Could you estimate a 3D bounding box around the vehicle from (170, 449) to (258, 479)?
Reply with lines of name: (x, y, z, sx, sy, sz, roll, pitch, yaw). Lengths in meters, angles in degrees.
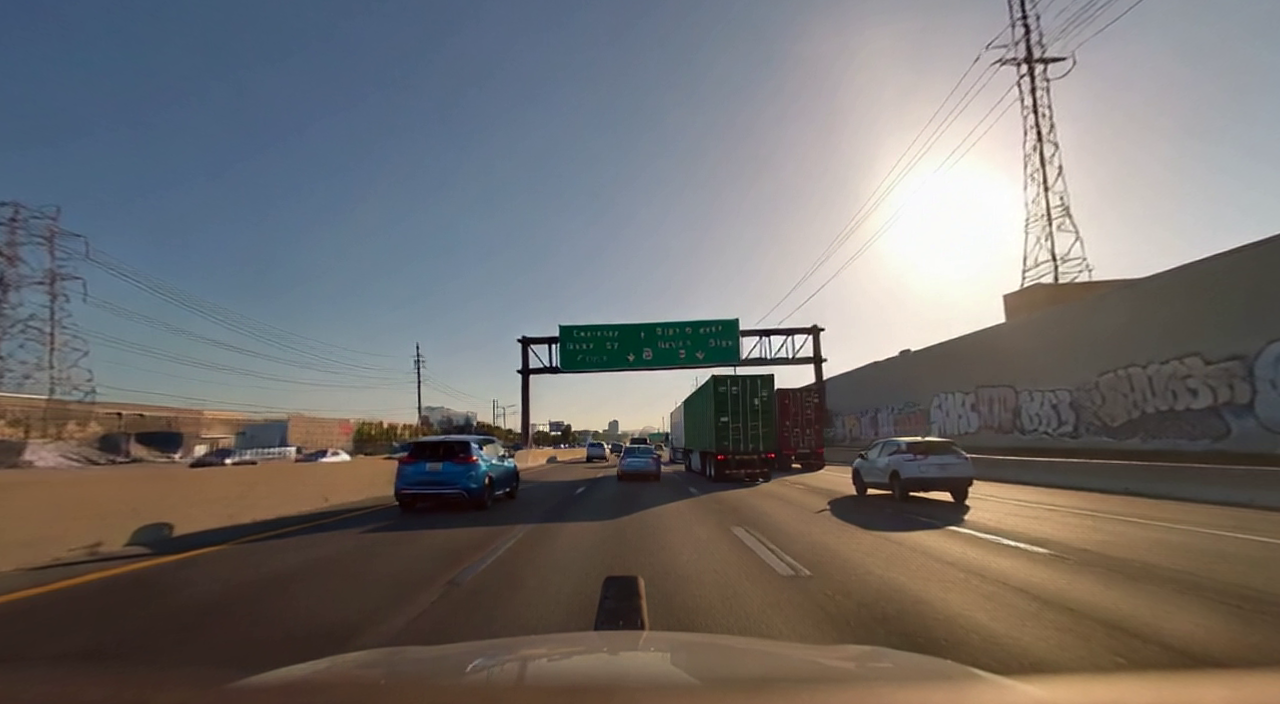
vehicle: (-22.706, 5.959, 33.892, 1.774, 1.432, 4.377, 0, -9, -2)

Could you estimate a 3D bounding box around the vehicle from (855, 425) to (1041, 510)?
vehicle: (7.148, 2.736, 15.411, 2.202, 1.731, 4.628, 0, -9, 0)

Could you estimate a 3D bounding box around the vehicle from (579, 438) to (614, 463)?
vehicle: (-3.289, 7.614, 48.977, 2.243, 1.820, 4.473, 0, -9, 2)

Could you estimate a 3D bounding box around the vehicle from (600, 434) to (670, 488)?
vehicle: (-0.158, 3.727, 21.856, 2.191, 1.685, 4.015, 0, -9, 0)

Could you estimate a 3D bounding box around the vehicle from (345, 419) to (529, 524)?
vehicle: (-3.955, 2.434, 13.368, 2.264, 1.804, 4.584, 0, -9, 1)

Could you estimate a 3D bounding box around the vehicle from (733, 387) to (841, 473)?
vehicle: (7.858, 4.633, 36.135, 2.868, 4.017, 12.827, 0, -9, -1)

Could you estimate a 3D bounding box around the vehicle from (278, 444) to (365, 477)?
vehicle: (-15.813, 5.383, 31.704, 1.920, 1.507, 4.968, 0, -9, -2)

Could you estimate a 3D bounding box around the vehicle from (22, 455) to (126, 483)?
vehicle: (-32.689, 6.730, 36.712, 1.823, 1.464, 4.887, 1, -9, -5)

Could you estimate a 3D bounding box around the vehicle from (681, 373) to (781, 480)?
vehicle: (3.887, 3.806, 30.578, 2.800, 4.039, 13.179, 0, -9, 0)
